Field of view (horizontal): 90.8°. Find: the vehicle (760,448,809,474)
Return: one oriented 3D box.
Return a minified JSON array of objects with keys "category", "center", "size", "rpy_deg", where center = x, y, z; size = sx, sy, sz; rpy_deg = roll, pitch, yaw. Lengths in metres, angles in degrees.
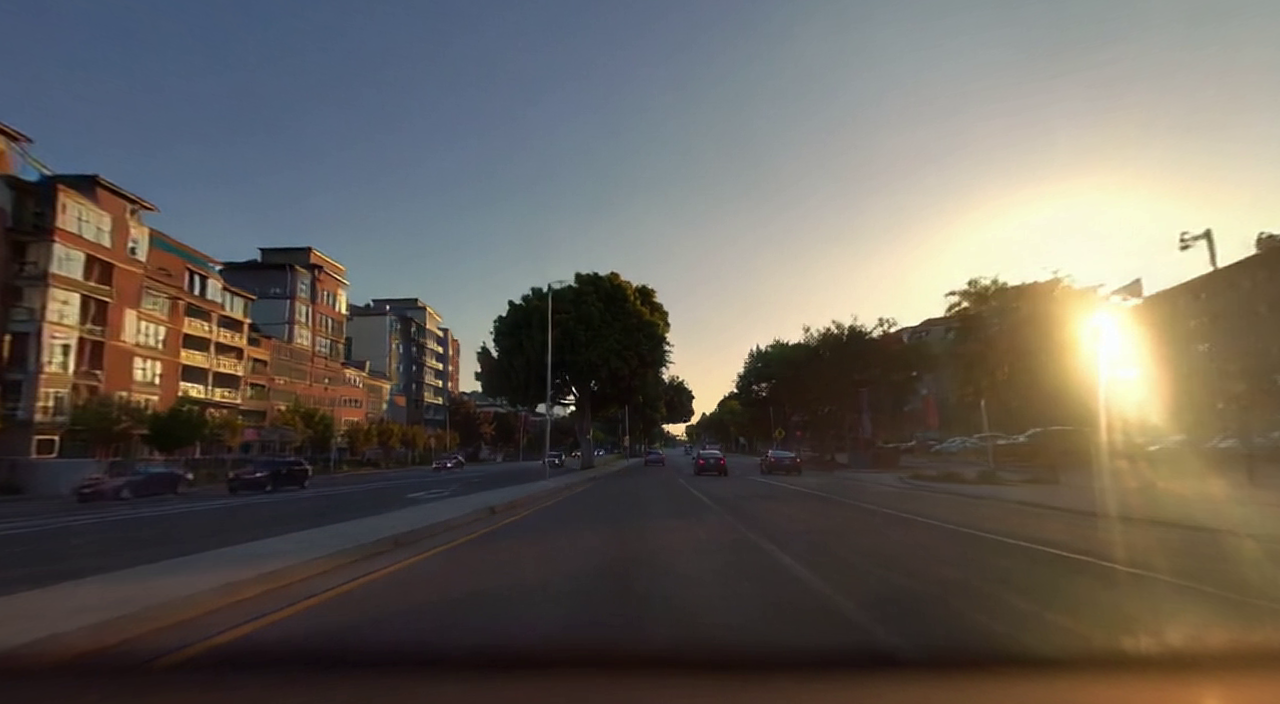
[{"category":"vehicle","center":[8.613,6.499,37.973],"size":[1.932,1.439,4.159],"rpy_deg":[0,-9,0]}]

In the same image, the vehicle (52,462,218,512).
[{"category":"vehicle","center":[-17.396,4.642,22.146],"size":[1.804,1.421,4.659],"rpy_deg":[-1,-9,3]}]

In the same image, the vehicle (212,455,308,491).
[{"category":"vehicle","center":[-21.354,6.779,35.823],"size":[2.141,1.809,5.002],"rpy_deg":[-1,-9,3]}]

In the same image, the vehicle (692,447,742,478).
[{"category":"vehicle","center":[3.962,5.770,33.196],"size":[2.020,1.479,4.650],"rpy_deg":[0,-9,0]}]
